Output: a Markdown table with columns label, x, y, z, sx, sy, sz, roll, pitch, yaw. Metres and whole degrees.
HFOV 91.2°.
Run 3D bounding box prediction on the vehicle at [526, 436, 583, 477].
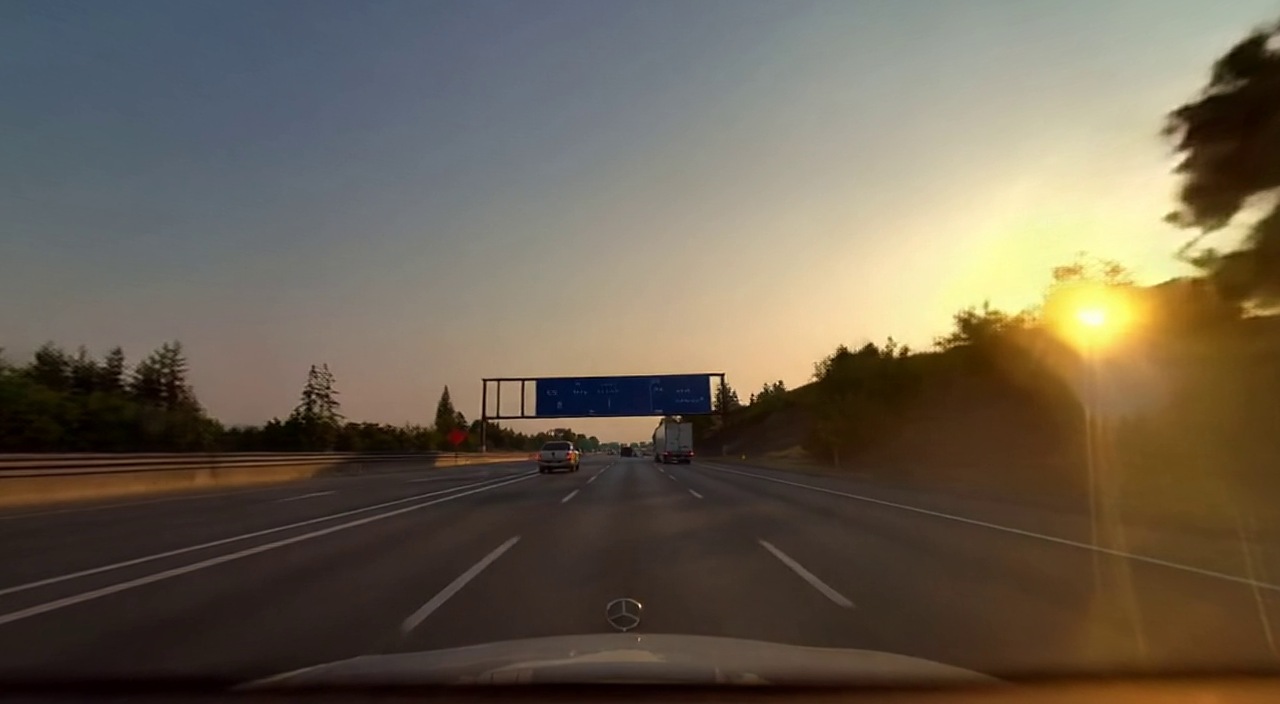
| label | x | y | z | sx | sy | sz | roll | pitch | yaw |
| --- | --- | --- | --- | --- | --- | --- | --- | --- | --- |
| vehicle | -4.137 | 5.155 | 31.173 | 2.173 | 1.857 | 4.800 | 0 | -9 | 0 |
